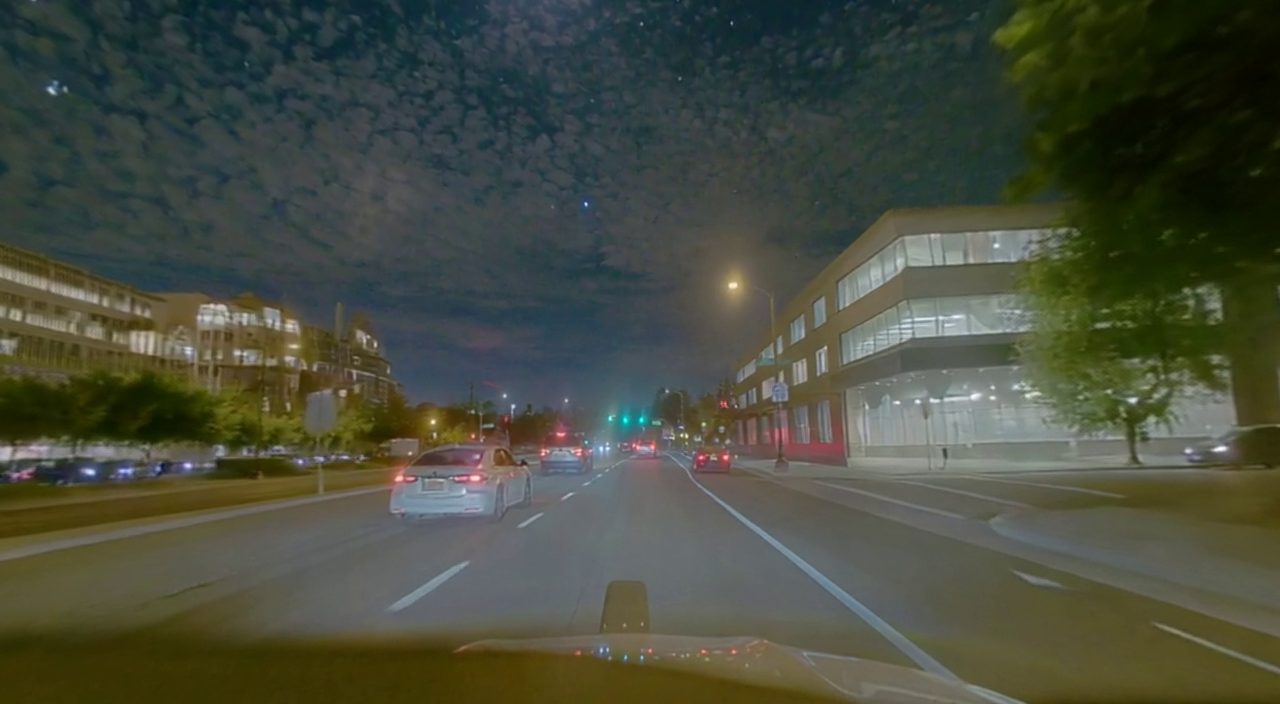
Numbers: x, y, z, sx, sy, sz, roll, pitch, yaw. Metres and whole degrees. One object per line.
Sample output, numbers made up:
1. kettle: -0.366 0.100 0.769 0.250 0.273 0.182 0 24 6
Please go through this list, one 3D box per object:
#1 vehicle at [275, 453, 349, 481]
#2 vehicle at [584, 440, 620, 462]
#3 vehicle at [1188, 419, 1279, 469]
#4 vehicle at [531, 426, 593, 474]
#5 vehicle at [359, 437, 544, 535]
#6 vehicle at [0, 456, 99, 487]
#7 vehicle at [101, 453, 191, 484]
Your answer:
1. vehicle: -19.641 6.893 38.013 1.878 1.472 4.736 0 -9 1
2. vehicle: -2.646 7.072 45.029 2.246 1.481 4.146 0 -9 2
3. vehicle: 22.506 3.299 22.550 3.857 1.679 2.044 0 -9 -1
4. vehicle: -3.438 4.421 28.611 2.152 1.987 4.527 0 -9 1
5. vehicle: -3.055 2.267 11.307 1.959 1.406 4.272 0 -9 1
6. vehicle: -34.293 6.883 36.496 1.868 1.591 4.503 0 -9 0
7. vehicle: -28.669 6.744 36.768 1.859 1.614 4.102 0 -9 1
